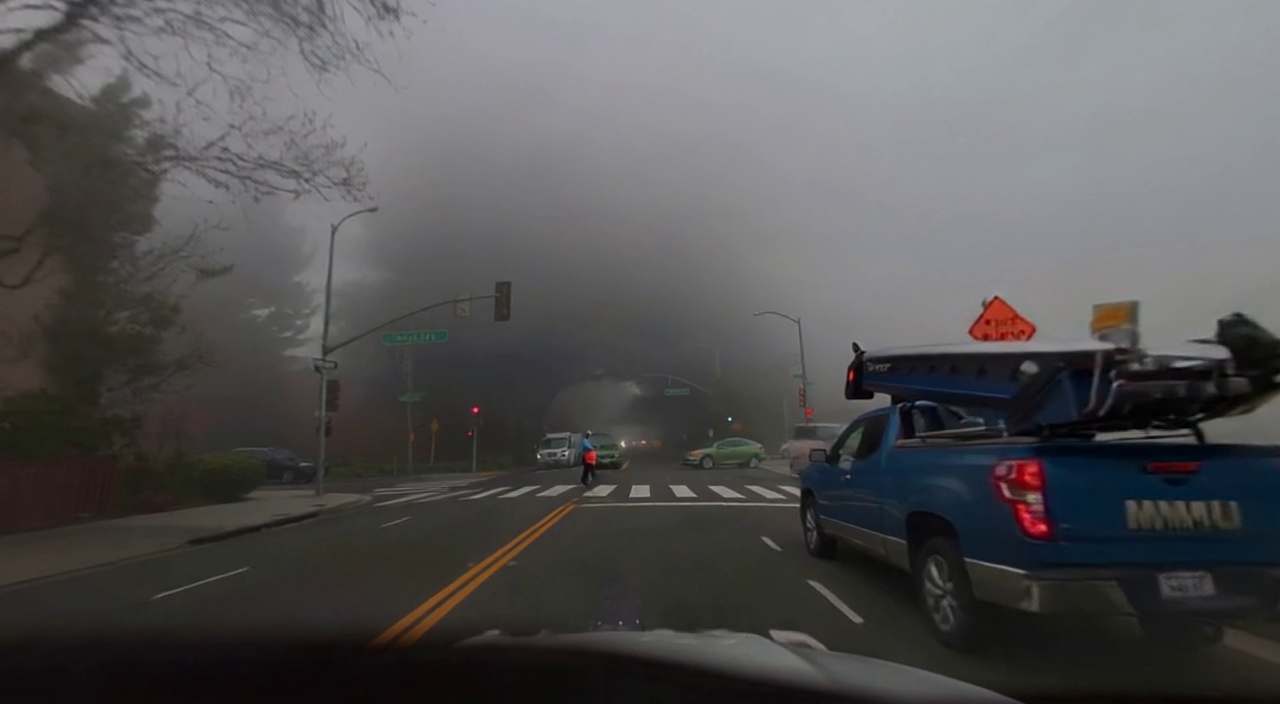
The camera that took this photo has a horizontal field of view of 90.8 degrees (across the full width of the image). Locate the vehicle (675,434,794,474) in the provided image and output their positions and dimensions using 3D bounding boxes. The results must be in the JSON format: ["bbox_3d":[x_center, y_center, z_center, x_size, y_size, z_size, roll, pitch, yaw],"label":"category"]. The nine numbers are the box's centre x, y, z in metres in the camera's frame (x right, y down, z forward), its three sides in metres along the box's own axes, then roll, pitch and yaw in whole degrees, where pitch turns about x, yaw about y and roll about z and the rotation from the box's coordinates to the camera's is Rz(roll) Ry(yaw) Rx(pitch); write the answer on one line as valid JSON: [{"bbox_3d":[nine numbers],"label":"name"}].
[{"bbox_3d":[4.056,4.442,27.717,4.771,1.630,1.979,1,-9,-5],"label":"vehicle"}]

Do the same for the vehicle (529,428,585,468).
[{"bbox_3d":[-5.721,6.789,44.764,2.896,2.560,7.322,0,-8,0],"label":"vehicle"}]

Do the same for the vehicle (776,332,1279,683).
[{"bbox_3d":[3.100,1.278,6.436,2.177,2.015,5.463,0,-8,0],"label":"vehicle"}]
